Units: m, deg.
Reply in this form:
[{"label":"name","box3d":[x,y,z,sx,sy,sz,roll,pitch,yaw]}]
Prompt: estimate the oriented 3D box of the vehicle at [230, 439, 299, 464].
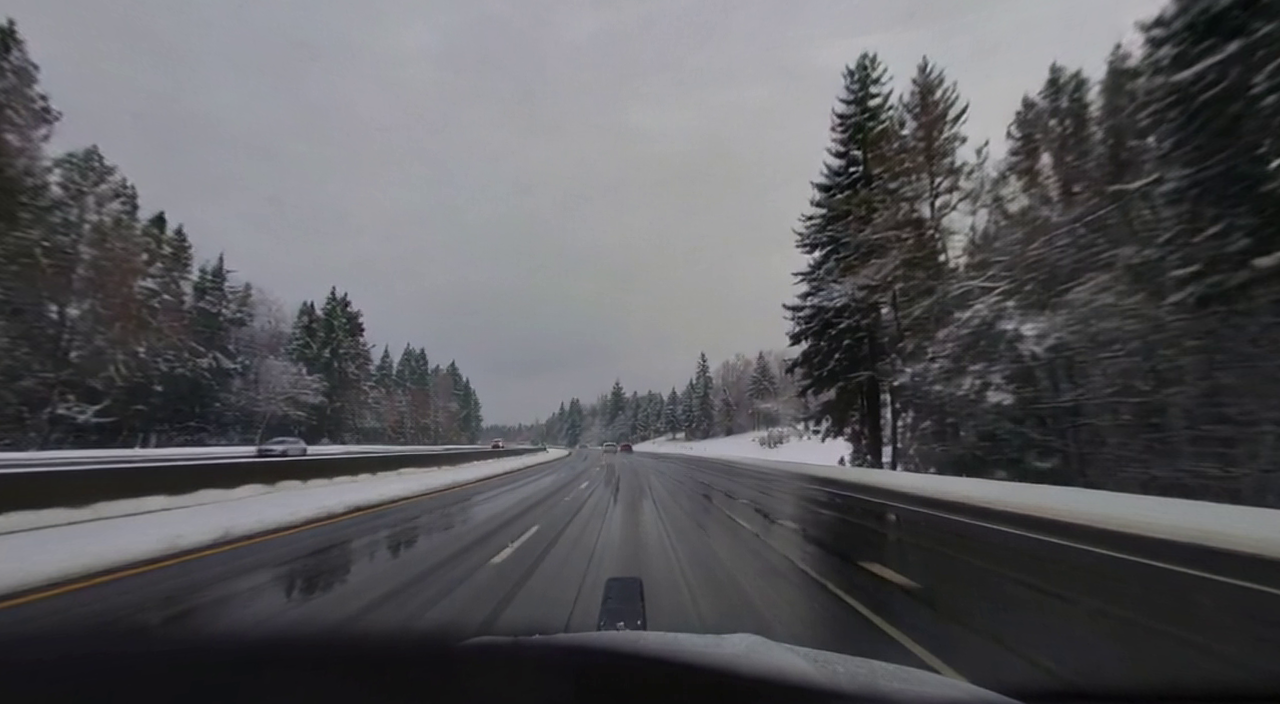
[{"label":"vehicle","box3d":[-22.925,6.087,38.657,1.781,1.454,4.103,0,-9,-2]}]
